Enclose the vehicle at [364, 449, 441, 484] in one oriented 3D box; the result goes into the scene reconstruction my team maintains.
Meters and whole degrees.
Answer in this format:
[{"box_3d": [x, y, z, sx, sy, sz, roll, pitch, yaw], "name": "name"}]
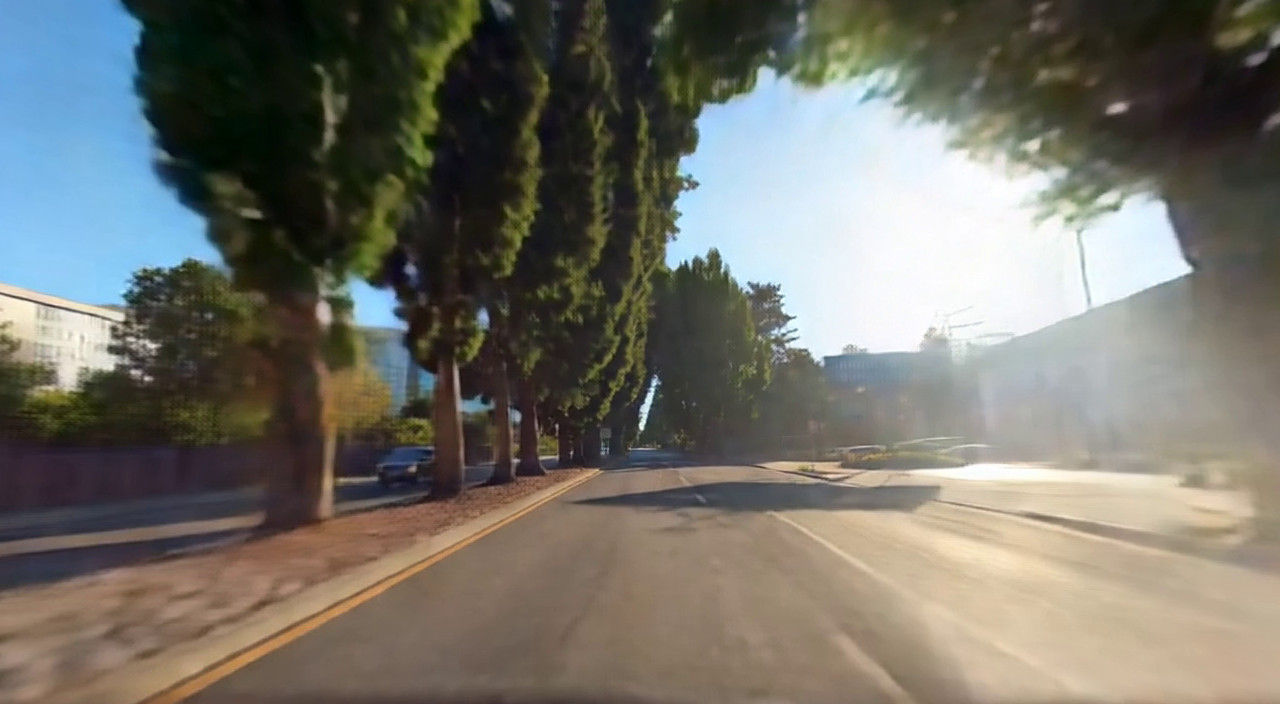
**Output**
[{"box_3d": [-10.834, 5.248, 29.208, 1.825, 1.473, 4.357, 0, -9, 1], "name": "vehicle"}]
